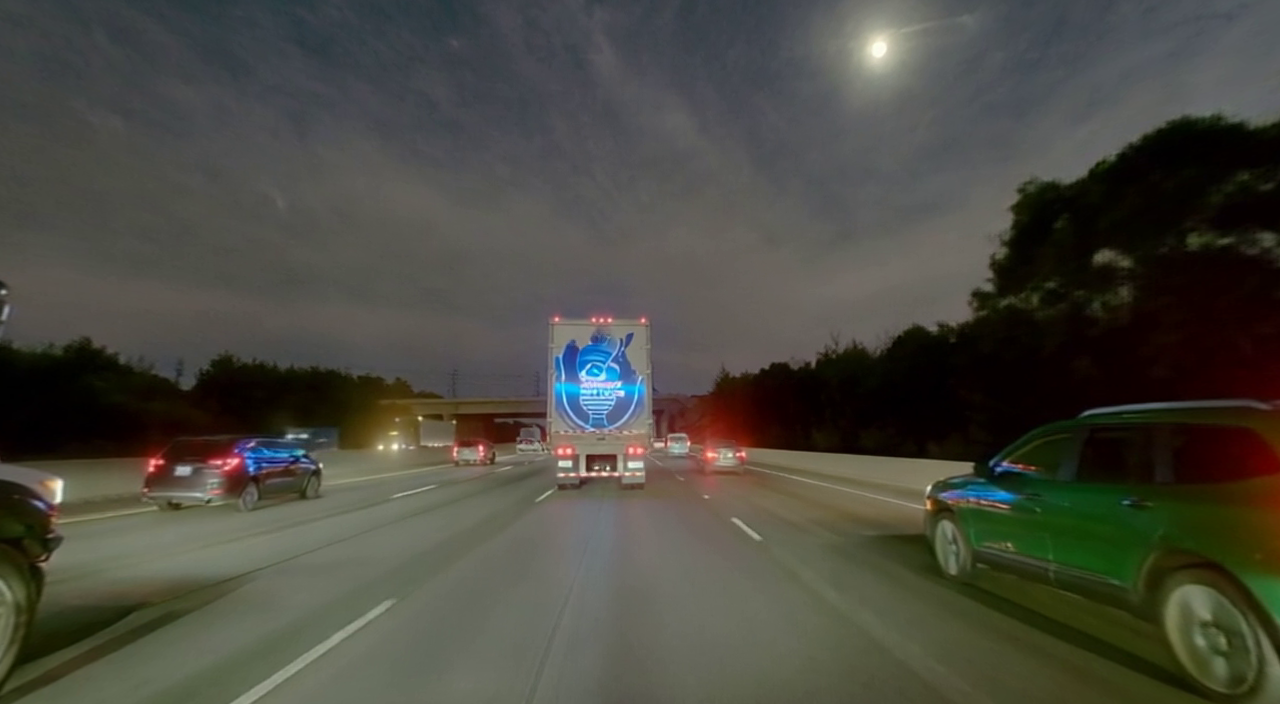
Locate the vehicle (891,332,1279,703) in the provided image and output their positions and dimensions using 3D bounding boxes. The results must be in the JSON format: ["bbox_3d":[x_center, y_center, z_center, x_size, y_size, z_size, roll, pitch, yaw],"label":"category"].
[{"bbox_3d":[3.571,0.924,3.802,2.118,1.647,4.400,0,-8,-2],"label":"vehicle"}]

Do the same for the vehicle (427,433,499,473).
[{"bbox_3d":[-8.098,4.617,29.210,2.057,1.698,4.550,0,-8,-1],"label":"vehicle"}]

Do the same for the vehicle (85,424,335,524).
[{"bbox_3d":[-8.354,2.362,12.883,2.048,1.652,4.421,0,-8,-2],"label":"vehicle"}]

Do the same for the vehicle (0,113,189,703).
[{"bbox_3d":[-3.810,0.124,0.592,2.660,2.637,5.634,0,-8,-2],"label":"vehicle"}]

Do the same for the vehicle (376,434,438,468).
[{"bbox_3d":[-16.920,7.191,46.001,2.446,2.276,5.514,0,-8,0],"label":"vehicle"}]

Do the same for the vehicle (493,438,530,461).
[{"bbox_3d":[-8.907,6.784,43.896,1.845,1.488,3.656,0,-8,0],"label":"vehicle"}]

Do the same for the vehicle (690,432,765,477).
[{"bbox_3d":[3.178,3.821,23.763,2.003,1.519,4.580,0,-8,-3],"label":"vehicle"}]

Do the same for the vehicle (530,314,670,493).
[{"bbox_3d":[-1.164,1.737,18.299,2.911,3.787,9.905,0,-8,-4],"label":"vehicle"}]
